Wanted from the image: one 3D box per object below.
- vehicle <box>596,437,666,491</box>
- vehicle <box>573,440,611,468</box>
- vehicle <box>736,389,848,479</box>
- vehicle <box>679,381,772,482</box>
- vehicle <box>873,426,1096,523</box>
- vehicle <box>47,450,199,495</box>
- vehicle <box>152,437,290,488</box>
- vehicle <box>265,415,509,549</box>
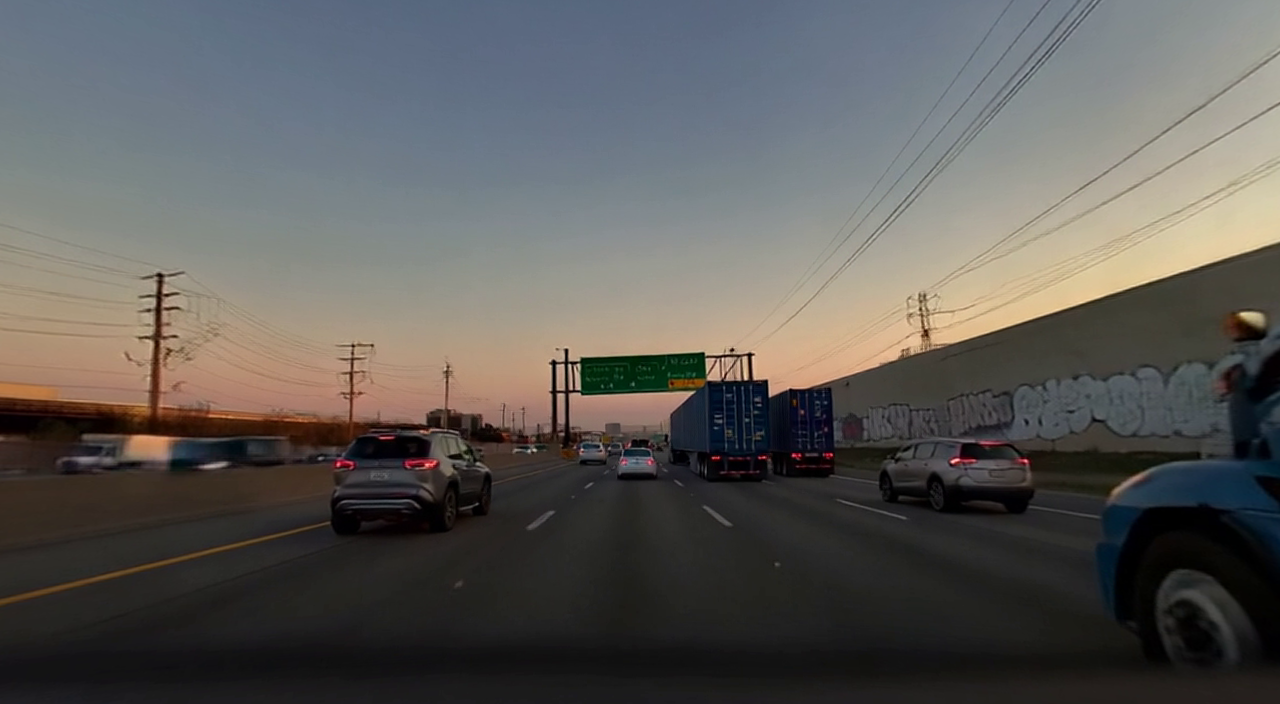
[{"bbox_3d":[-0.277,3.842,21.931,2.191,1.685,4.015,0,-9,0],"label":"vehicle"},{"bbox_3d":[-3.378,7.268,45.098,2.243,1.820,4.473,0,-9,1],"label":"vehicle"},{"bbox_3d":[7.775,4.625,34.735,2.868,4.017,12.827,0,-9,0],"label":"vehicle"},{"bbox_3d":[3.864,4.199,32.118,2.800,4.039,13.179,0,-9,0],"label":"vehicle"},{"bbox_3d":[7.079,2.561,13.752,2.202,1.731,4.628,0,-9,0],"label":"vehicle"},{"bbox_3d":[-18.903,4.391,23.428,1.905,1.483,4.429,0,-9,-1],"label":"vehicle"},{"bbox_3d":[-14.663,3.896,22.474,1.937,1.610,4.382,0,-9,-1],"label":"vehicle"},{"bbox_3d":[-3.941,2.128,10.971,2.264,1.804,4.584,0,-9,1],"label":"vehicle"}]
